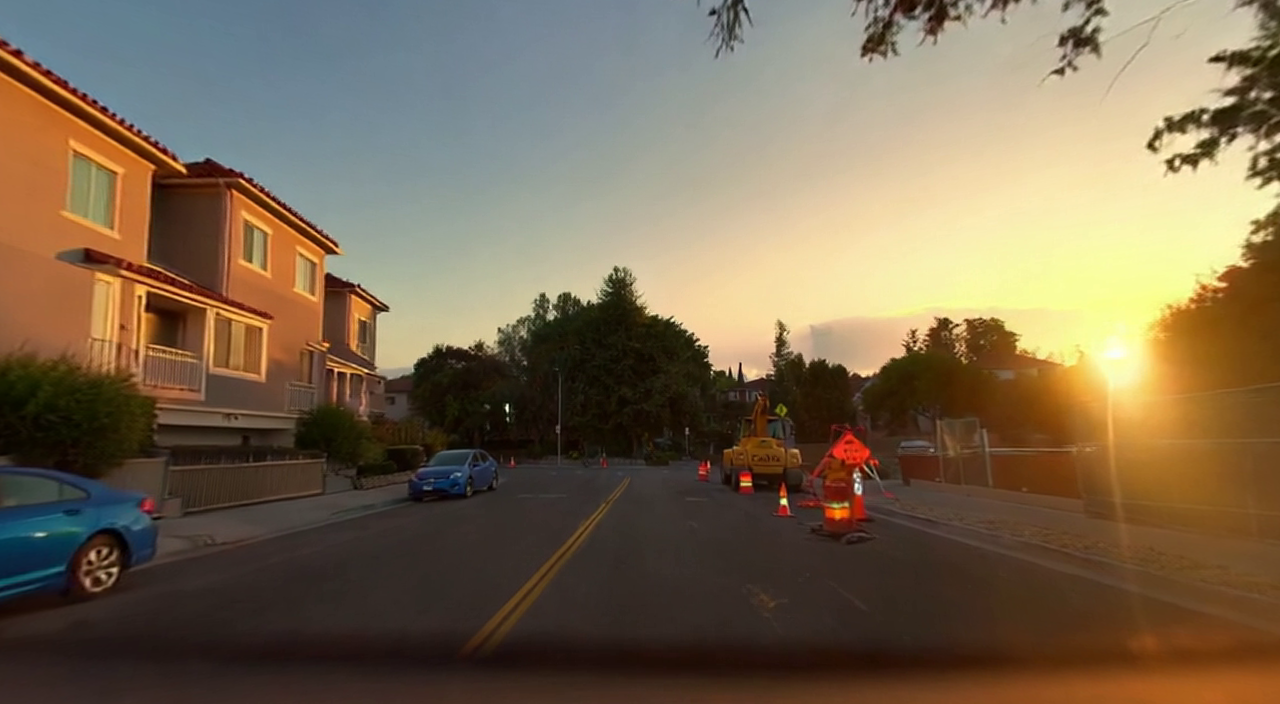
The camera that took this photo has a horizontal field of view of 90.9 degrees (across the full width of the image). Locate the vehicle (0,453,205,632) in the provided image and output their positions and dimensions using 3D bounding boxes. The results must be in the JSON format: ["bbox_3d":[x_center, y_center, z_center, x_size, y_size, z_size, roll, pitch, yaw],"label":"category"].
[{"bbox_3d":[-6.496,1.667,5.419,1.974,1.479,4.888,0,-8,1],"label":"vehicle"}]

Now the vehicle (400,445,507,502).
[{"bbox_3d":[-6.431,4.213,22.425,2.220,1.765,4.799,0,-8,1],"label":"vehicle"}]

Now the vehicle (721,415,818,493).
[{"bbox_3d":[4.644,3.753,23.219,2.501,2.613,3.505,1,-9,-6],"label":"vehicle"}]
